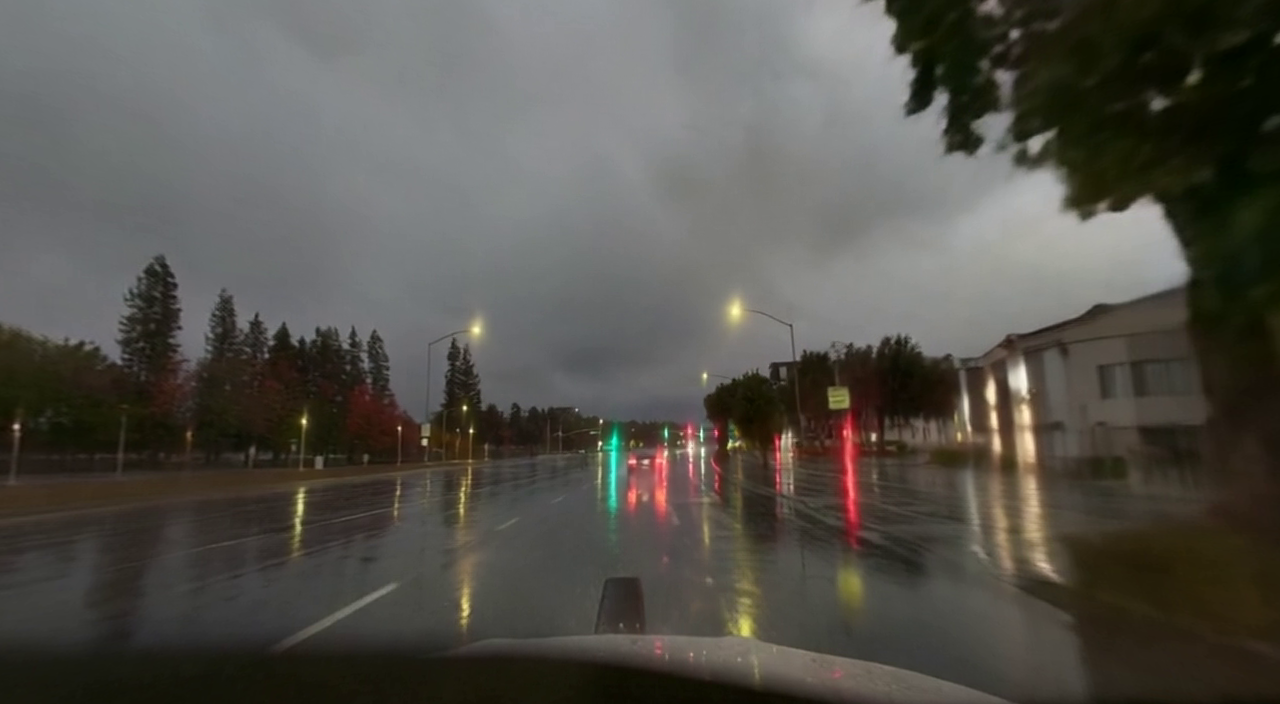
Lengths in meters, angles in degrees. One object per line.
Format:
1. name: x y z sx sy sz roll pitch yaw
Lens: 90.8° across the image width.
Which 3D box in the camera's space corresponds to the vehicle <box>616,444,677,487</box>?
1. vehicle: 0.298 4.323 24.377 2.133 1.481 4.276 0 -9 2
